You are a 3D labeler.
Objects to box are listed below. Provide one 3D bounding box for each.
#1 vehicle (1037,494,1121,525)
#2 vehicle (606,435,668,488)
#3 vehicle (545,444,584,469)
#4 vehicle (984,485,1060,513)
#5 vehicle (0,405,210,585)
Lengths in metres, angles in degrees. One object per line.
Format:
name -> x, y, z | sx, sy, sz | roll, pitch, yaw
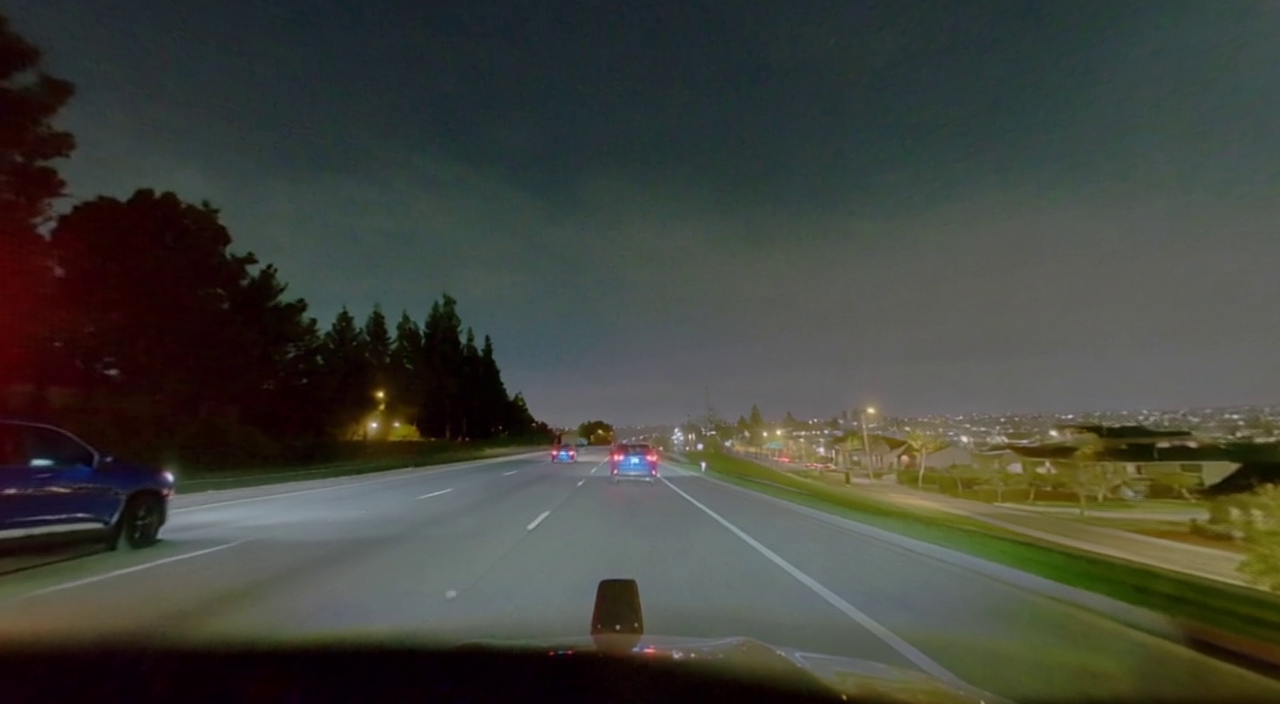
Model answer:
vehicle -> 27.904, 10.015, 40.392 | 1.845, 1.533, 4.455 | 1, -8, -6
vehicle -> -0.112, 4.115, 24.107 | 2.125, 1.830, 4.370 | 0, -8, 0
vehicle -> -4.971, 6.917, 42.069 | 2.123, 1.592, 4.505 | 0, -8, -1
vehicle -> 27.211, 10.460, 45.213 | 1.874, 1.577, 4.877 | 2, -9, -8
vehicle -> -6.931, 1.360, 6.098 | 1.997, 1.650, 5.090 | 0, -8, 0
